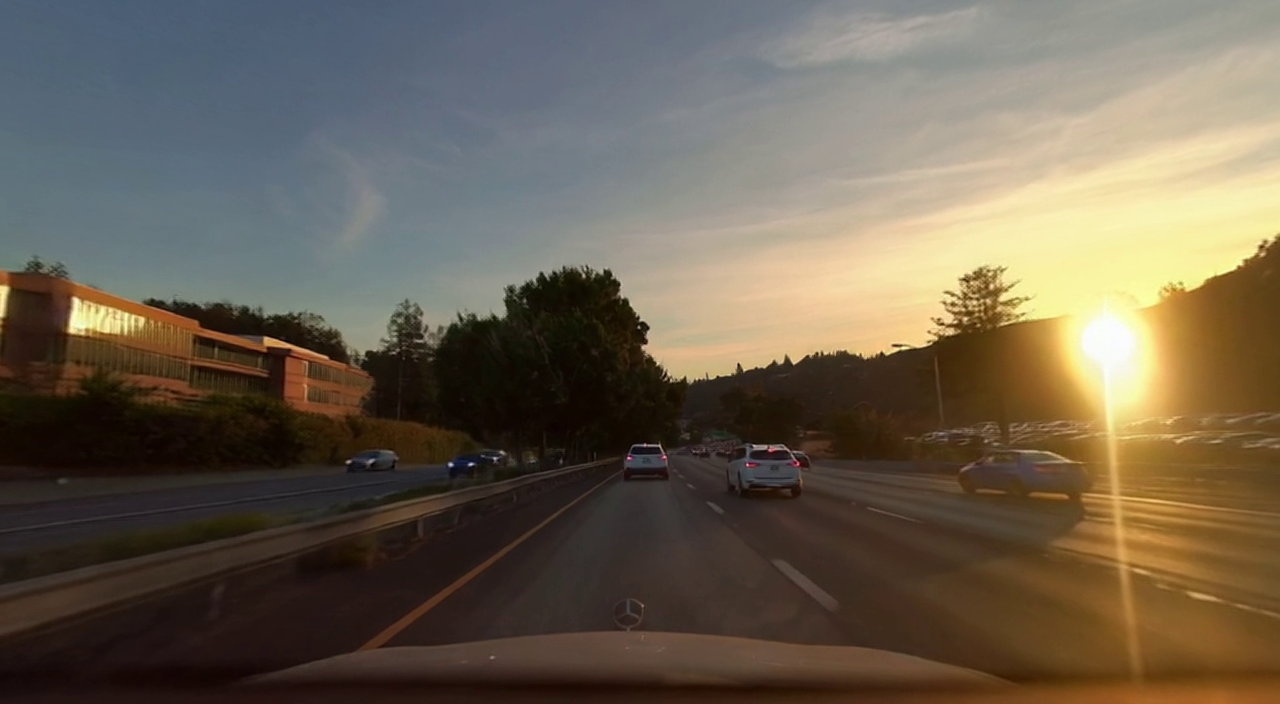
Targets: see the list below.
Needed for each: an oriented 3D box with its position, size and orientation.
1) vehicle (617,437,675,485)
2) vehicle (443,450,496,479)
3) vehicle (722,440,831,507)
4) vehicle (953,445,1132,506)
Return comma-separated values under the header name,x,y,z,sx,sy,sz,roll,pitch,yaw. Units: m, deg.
name,x,y,z,sx,sy,sz,roll,pitch,yaw
vehicle,0.243,4.647,27.250,2.290,1.862,4.454,0,-8,1
vehicle,-10.699,7.054,39.864,2.012,1.685,4.411,0,-8,1
vehicle,3.548,3.222,17.254,2.042,1.592,4.047,0,-8,-1
vehicle,10.984,3.356,17.713,2.027,1.446,4.470,0,-8,0
